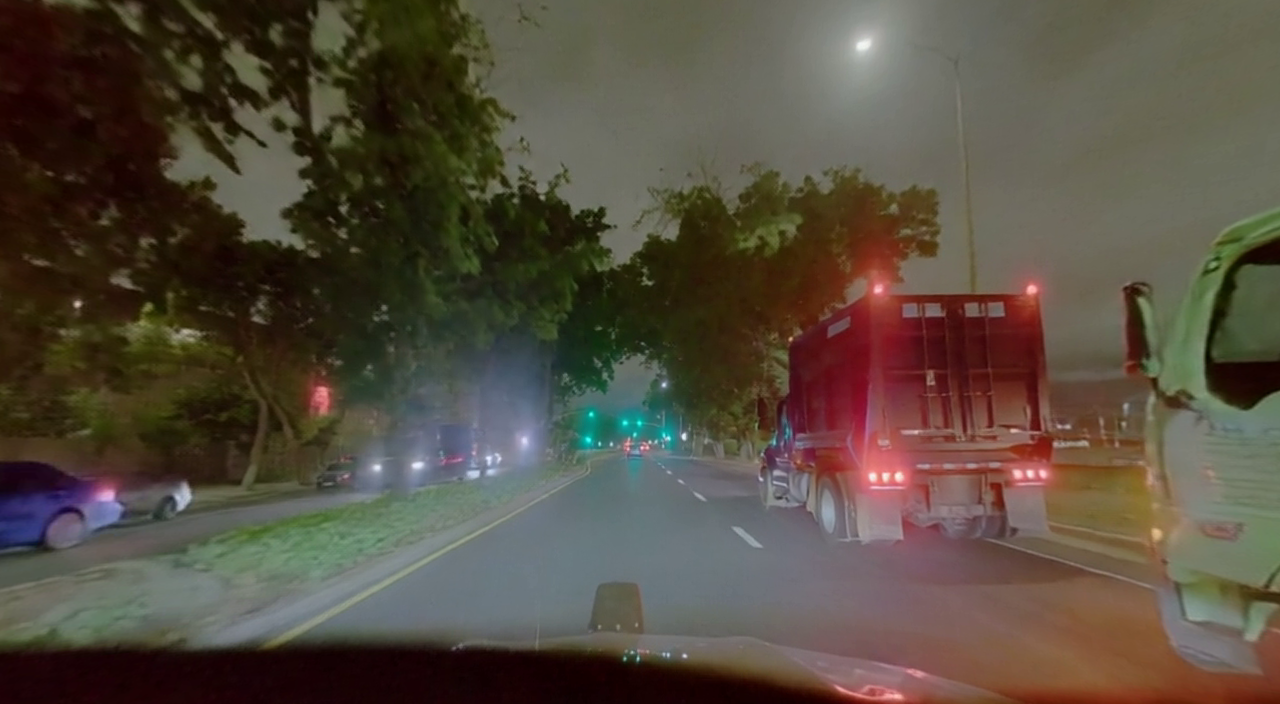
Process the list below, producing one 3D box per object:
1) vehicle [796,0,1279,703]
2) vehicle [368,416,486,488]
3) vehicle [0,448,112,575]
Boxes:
[{"bbox_3d":[3.945,0.304,4.840,2.731,3.407,10.262,0,-9,-1],"label":"vehicle"},{"bbox_3d":[-10.427,5.060,32.254,3.257,3.085,9.164,0,-9,-3],"label":"vehicle"},{"bbox_3d":[-9.975,2.158,8.315,2.089,1.754,4.573,0,-9,-1],"label":"vehicle"}]
